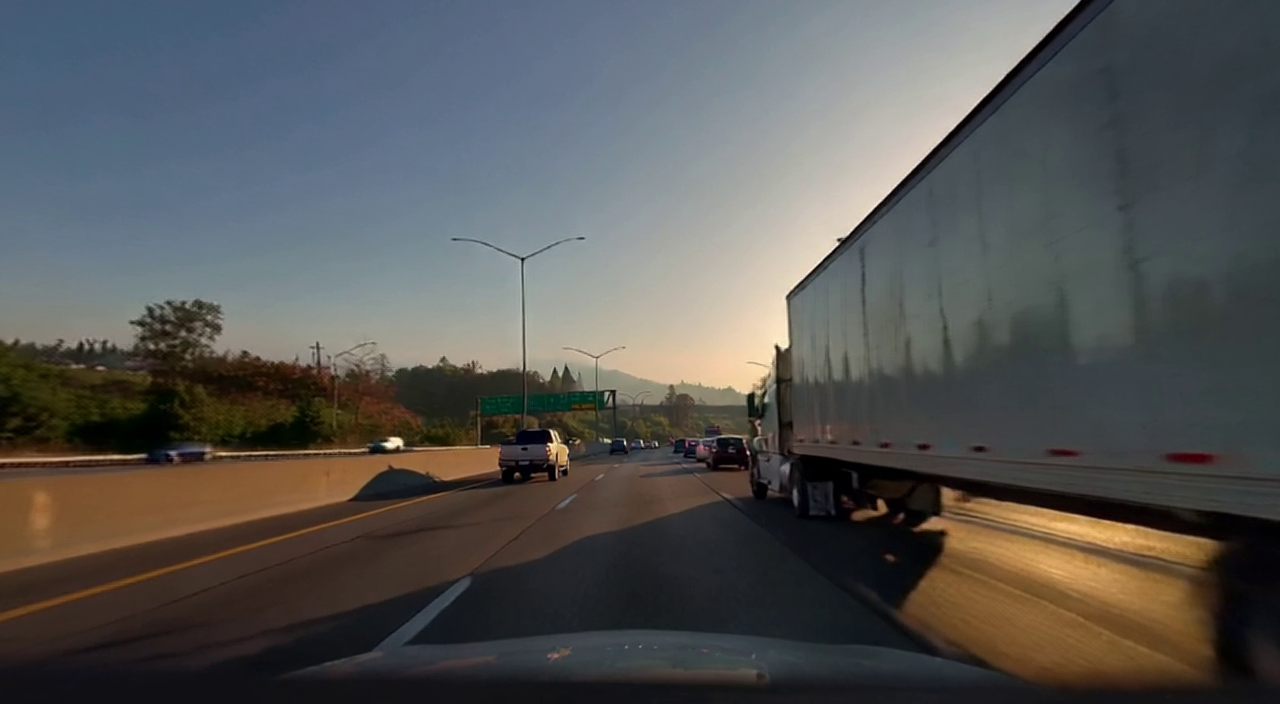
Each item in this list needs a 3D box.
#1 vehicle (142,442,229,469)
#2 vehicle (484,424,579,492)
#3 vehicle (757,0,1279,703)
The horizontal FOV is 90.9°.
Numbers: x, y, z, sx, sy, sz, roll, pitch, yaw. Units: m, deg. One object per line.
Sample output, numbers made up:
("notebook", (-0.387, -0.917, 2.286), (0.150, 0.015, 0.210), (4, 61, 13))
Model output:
("vehicle", (-27.632, 6.301, 38.515), (1.800, 1.510, 4.360), (-2, -8, 5))
("vehicle", (-3.050, 3.108, 18.759), (2.006, 1.741, 4.277), (-1, -8, 1))
("vehicle", (3.764, -0.045, 4.515), (2.903, 4.190, 15.630), (-1, -8, 0))
